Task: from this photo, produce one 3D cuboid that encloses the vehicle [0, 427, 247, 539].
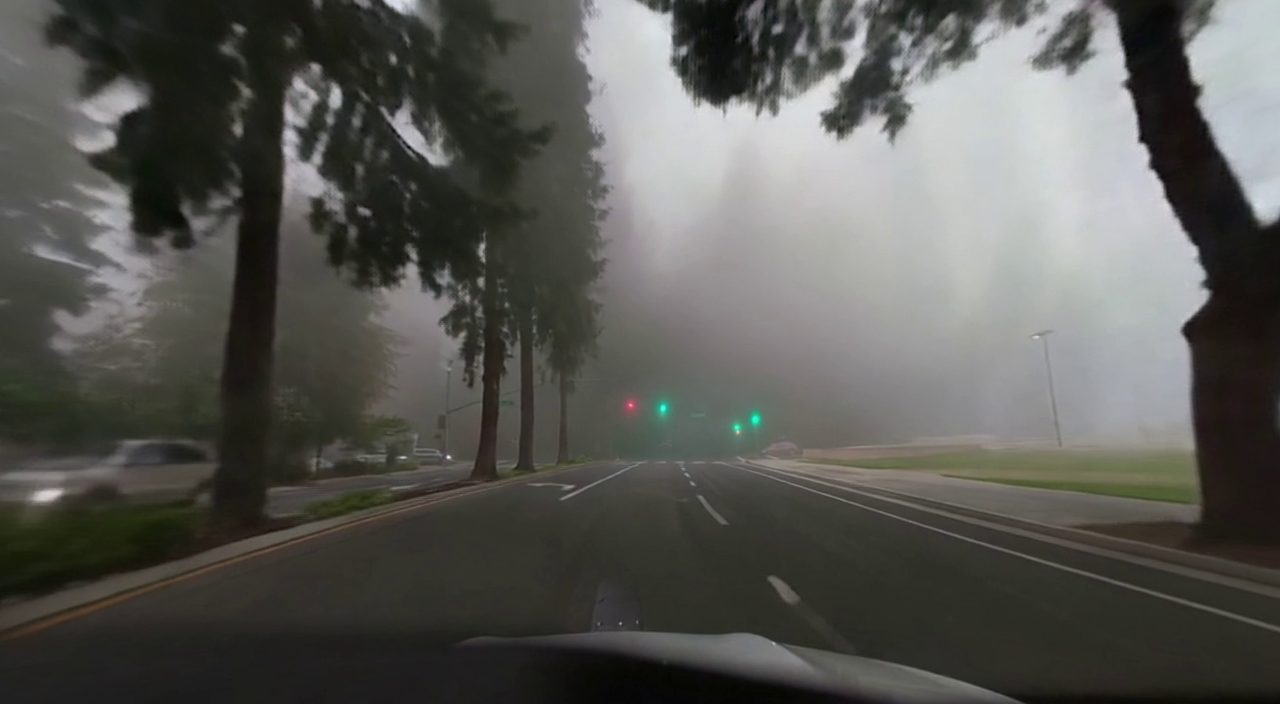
[{"bbox_3d":[-11.241,2.662,13.496,2.174,1.855,5.452,-2,-9,0],"label":"vehicle"}]
